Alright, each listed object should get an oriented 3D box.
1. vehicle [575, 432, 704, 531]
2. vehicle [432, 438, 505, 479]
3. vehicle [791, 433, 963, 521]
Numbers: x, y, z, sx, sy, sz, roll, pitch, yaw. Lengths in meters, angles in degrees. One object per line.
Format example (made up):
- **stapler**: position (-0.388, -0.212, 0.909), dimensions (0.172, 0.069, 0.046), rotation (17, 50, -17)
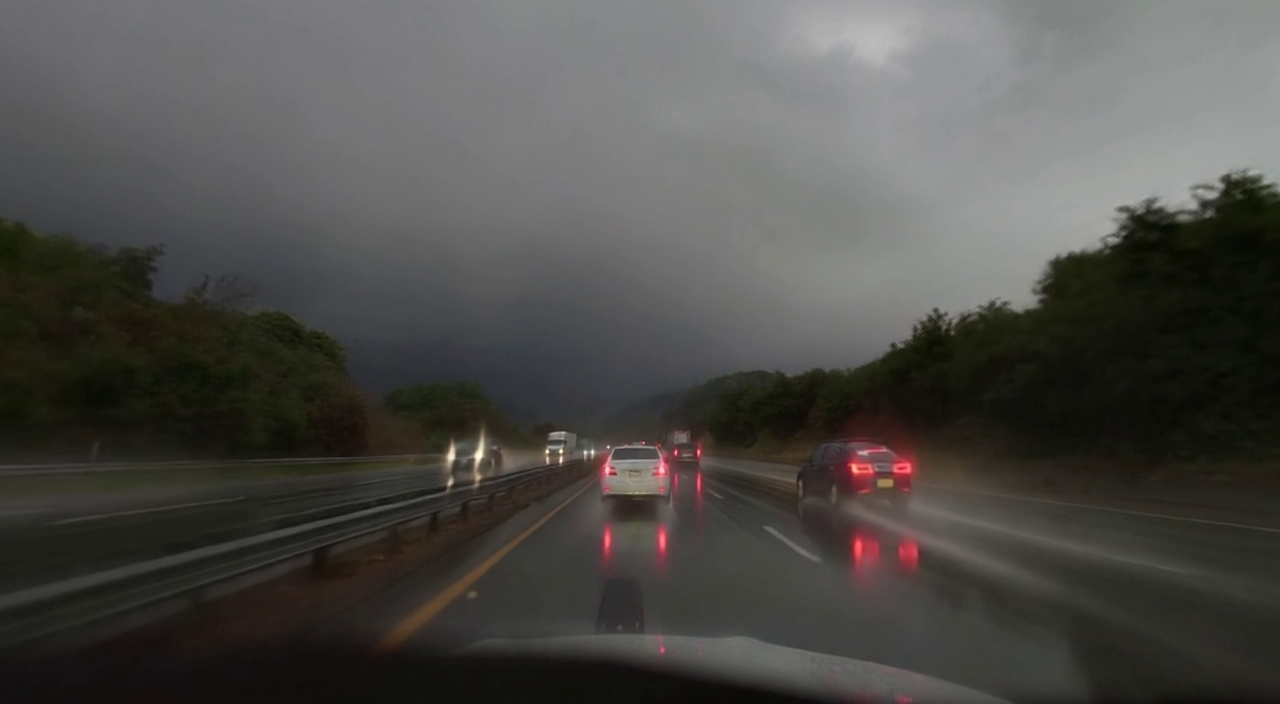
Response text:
- **vehicle**: position (-0.053, 2.377, 12.055), dimensions (2.088, 1.580, 3.657), rotation (0, -9, -1)
- **vehicle**: position (-8.661, 5.446, 32.317), dimensions (2.178, 1.875, 5.264), rotation (-1, -9, 1)
- **vehicle**: position (4.650, 2.502, 13.063), dimensions (1.931, 1.516, 3.995), rotation (0, -9, -1)
